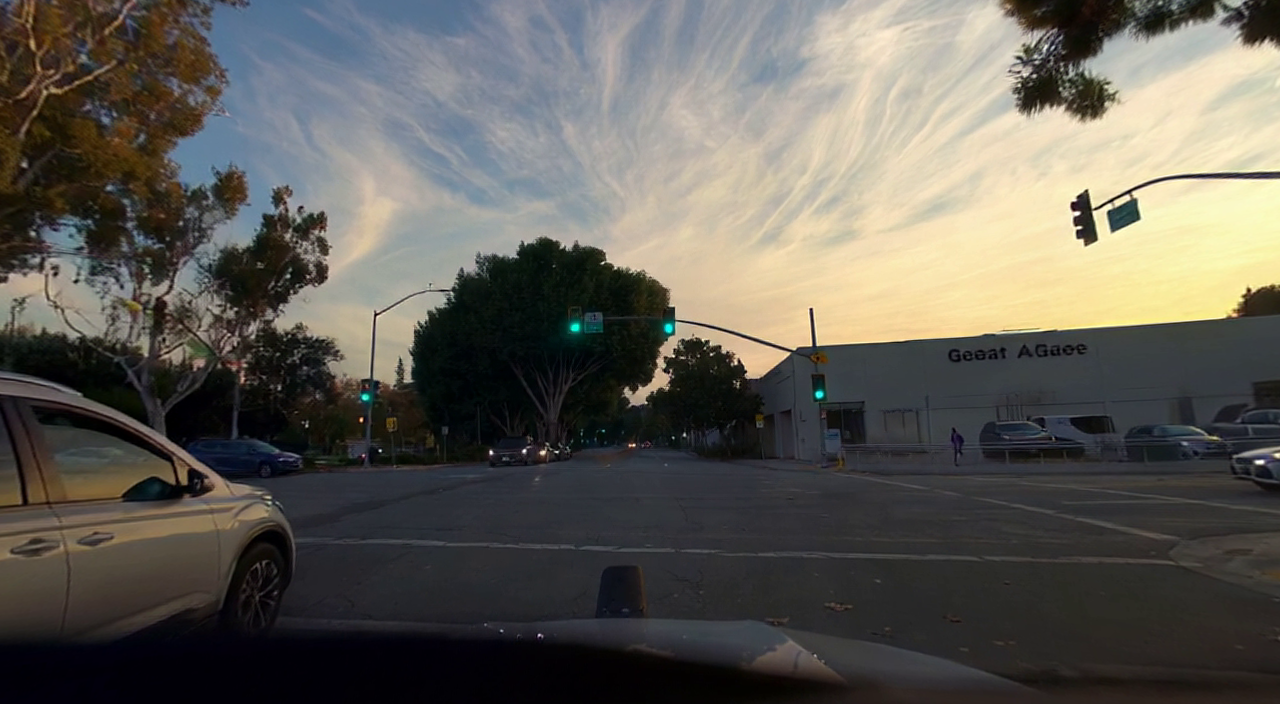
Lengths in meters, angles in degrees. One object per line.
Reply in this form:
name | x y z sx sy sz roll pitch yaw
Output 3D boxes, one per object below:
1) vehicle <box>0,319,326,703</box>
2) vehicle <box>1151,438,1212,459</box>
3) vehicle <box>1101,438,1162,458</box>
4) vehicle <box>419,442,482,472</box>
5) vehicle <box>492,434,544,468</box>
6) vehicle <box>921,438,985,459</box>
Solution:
vehicle | -3.479 0.811 2.684 2.000 1.789 4.638 0 -8 -2
vehicle | 41.115 7.352 48.004 1.767 1.456 4.191 -4 -10 15
vehicle | 38.492 7.526 49.507 1.837 1.514 4.786 -2 -9 13
vehicle | -10.639 5.916 35.719 2.041 1.548 4.868 0 -8 0
vehicle | -7.162 5.856 37.459 2.081 1.818 4.782 0 -8 1
vehicle | 21.495 6.637 43.364 3.576 1.425 1.702 2 -9 -12
